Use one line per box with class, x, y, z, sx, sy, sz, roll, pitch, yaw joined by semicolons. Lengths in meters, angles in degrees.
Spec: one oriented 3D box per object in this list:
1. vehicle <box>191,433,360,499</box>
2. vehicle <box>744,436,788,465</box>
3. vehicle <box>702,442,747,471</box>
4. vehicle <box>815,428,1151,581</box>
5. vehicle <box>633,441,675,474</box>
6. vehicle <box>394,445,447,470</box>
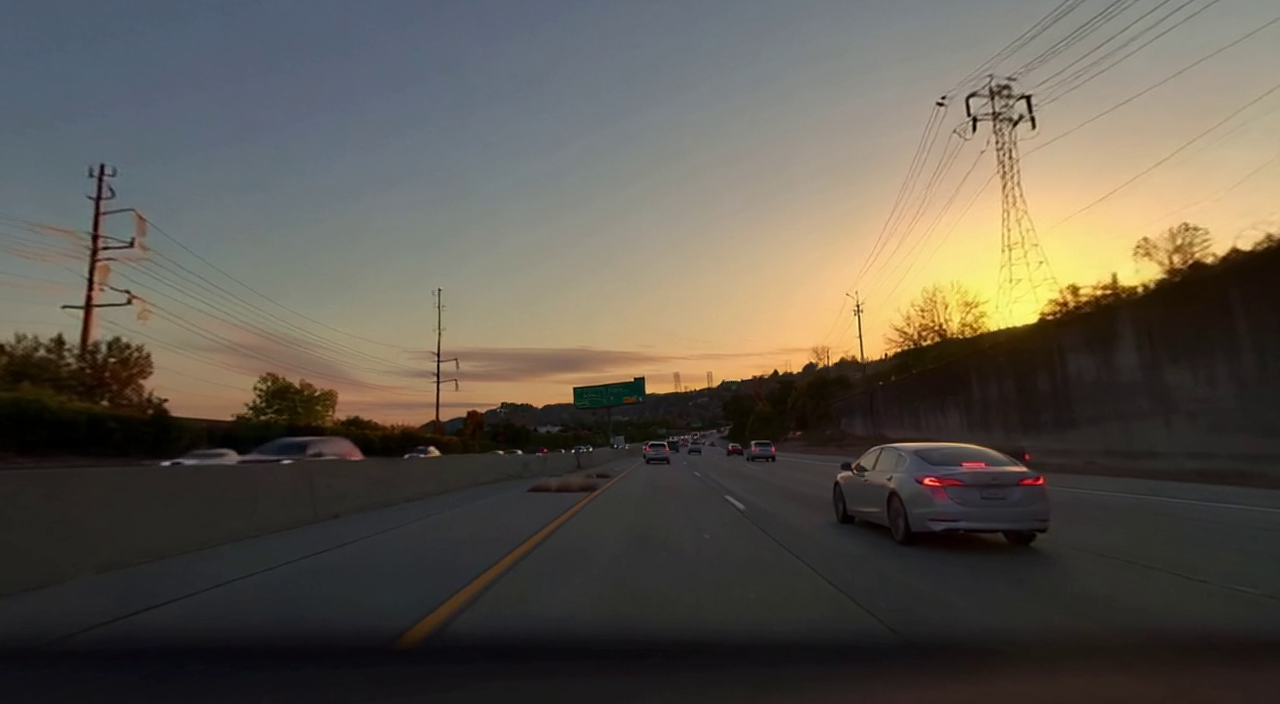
vehicle;-10.101;3.175;18.001;1.984;1.635;4.525;0;-8;2
vehicle;8.393;6.615;42.504;2.041;1.821;4.562;0;-8;1
vehicle;4.535;5.670;34.321;1.936;1.465;4.060;0;-8;0
vehicle;3.965;1.818;8.416;1.986;1.478;4.429;0;-8;0
vehicle;0.721;5.422;32.692;2.042;1.581;3.769;0;-8;1
vehicle;-16.266;7.811;47.032;2.048;1.727;4.903;0;-8;2
